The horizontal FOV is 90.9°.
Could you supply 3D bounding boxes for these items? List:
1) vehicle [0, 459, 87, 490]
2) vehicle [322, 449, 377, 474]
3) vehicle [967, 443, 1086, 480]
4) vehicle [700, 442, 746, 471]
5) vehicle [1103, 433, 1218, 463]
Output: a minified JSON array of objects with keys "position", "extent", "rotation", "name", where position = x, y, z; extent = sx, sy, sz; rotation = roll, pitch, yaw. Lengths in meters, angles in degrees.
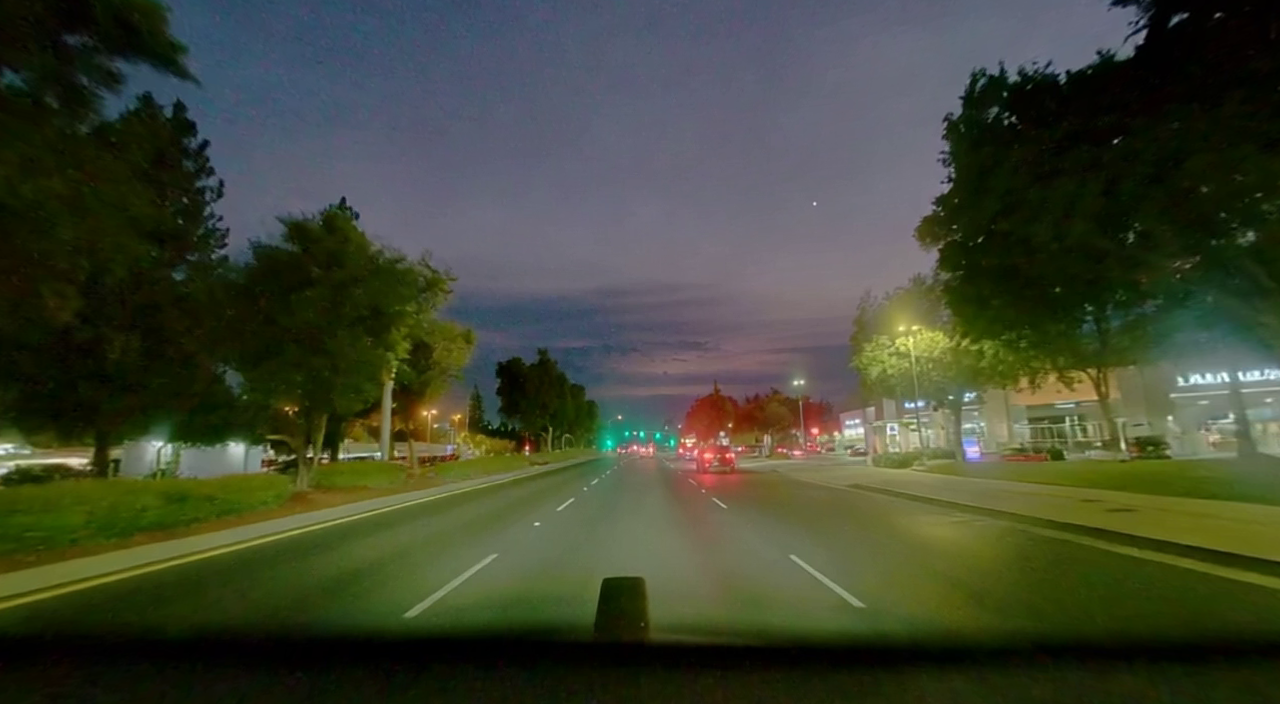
[{"position":[-38.921,7.868,40.854],"extent":[1.836,1.713,4.667],"rotation":[0,-8,1],"name":"vehicle"},{"position":[-22.215,8.386,48.365],"extent":[1.939,1.780,5.057],"rotation":[0,-9,-2],"name":"vehicle"},{"position":[17.058,4.827,27.973],"extent":[3.907,1.540,2.017],"rotation":[0,-8,3],"name":"vehicle"},{"position":[4.513,5.742,34.907],"extent":[1.916,1.459,4.335],"rotation":[0,-8,-1],"name":"vehicle"},{"position":[30.083,5.536,36.519],"extent":[4.933,1.653,1.851],"rotation":[0,-8,1],"name":"vehicle"}]
